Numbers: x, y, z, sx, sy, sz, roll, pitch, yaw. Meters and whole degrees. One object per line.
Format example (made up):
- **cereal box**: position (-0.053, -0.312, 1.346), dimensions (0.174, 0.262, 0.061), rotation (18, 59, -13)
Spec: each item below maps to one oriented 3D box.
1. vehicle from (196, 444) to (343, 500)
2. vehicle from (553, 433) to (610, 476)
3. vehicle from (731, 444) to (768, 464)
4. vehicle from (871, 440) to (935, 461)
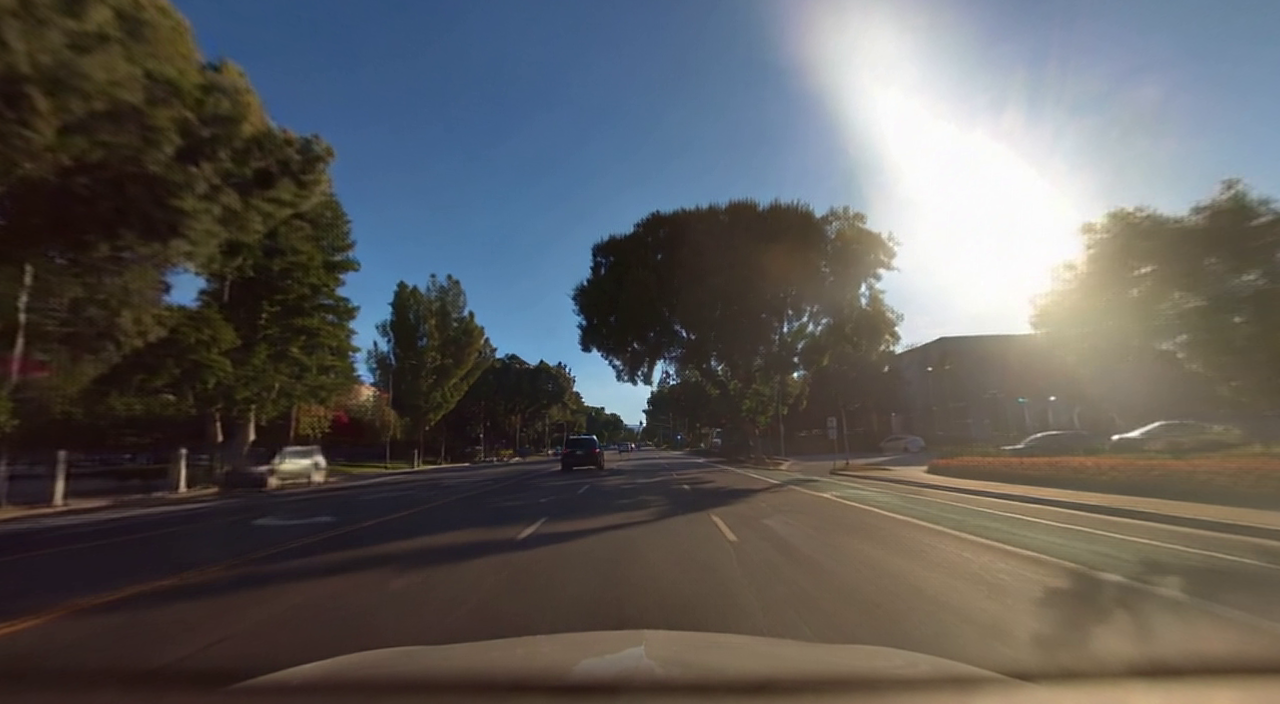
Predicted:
- **vehicle**: position (-12.643, 4.074, 21.984), dimensions (2.210, 1.720, 4.800), rotation (0, -8, 0)
- **vehicle**: position (-2.714, 4.880, 30.258), dimensions (2.179, 1.851, 4.756), rotation (0, -8, 1)
- **vehicle**: position (8.329, 7.784, 48.327), dimensions (1.976, 1.445, 4.909), rotation (0, -8, 0)
- **vehicle**: position (19.891, 7.448, 47.862), dimensions (1.864, 1.523, 4.176), rotation (5, -10, -29)
